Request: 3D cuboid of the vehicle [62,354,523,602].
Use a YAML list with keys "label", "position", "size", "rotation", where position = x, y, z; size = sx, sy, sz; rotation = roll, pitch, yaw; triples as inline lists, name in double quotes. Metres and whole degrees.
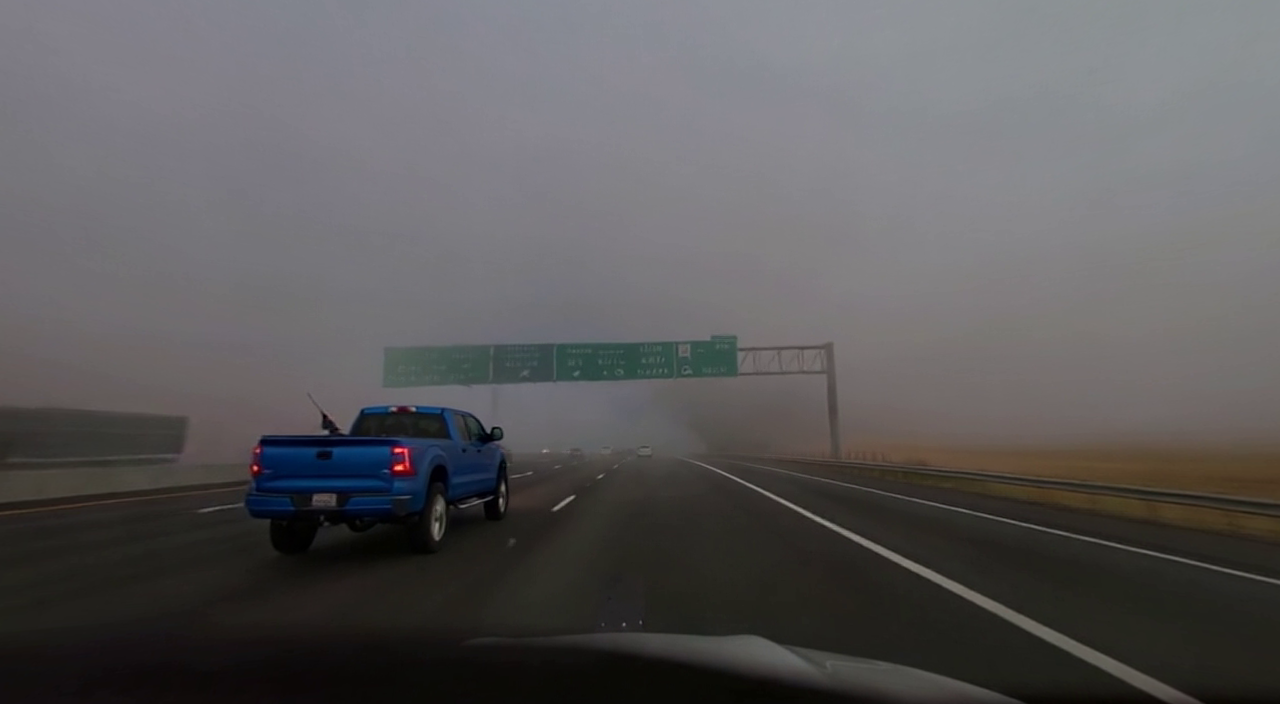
- label: "vehicle"
  position: [-3.500, 1.497, 8.423]
  size: [2.601, 2.084, 6.068]
  rotation: [0, -8, 1]
